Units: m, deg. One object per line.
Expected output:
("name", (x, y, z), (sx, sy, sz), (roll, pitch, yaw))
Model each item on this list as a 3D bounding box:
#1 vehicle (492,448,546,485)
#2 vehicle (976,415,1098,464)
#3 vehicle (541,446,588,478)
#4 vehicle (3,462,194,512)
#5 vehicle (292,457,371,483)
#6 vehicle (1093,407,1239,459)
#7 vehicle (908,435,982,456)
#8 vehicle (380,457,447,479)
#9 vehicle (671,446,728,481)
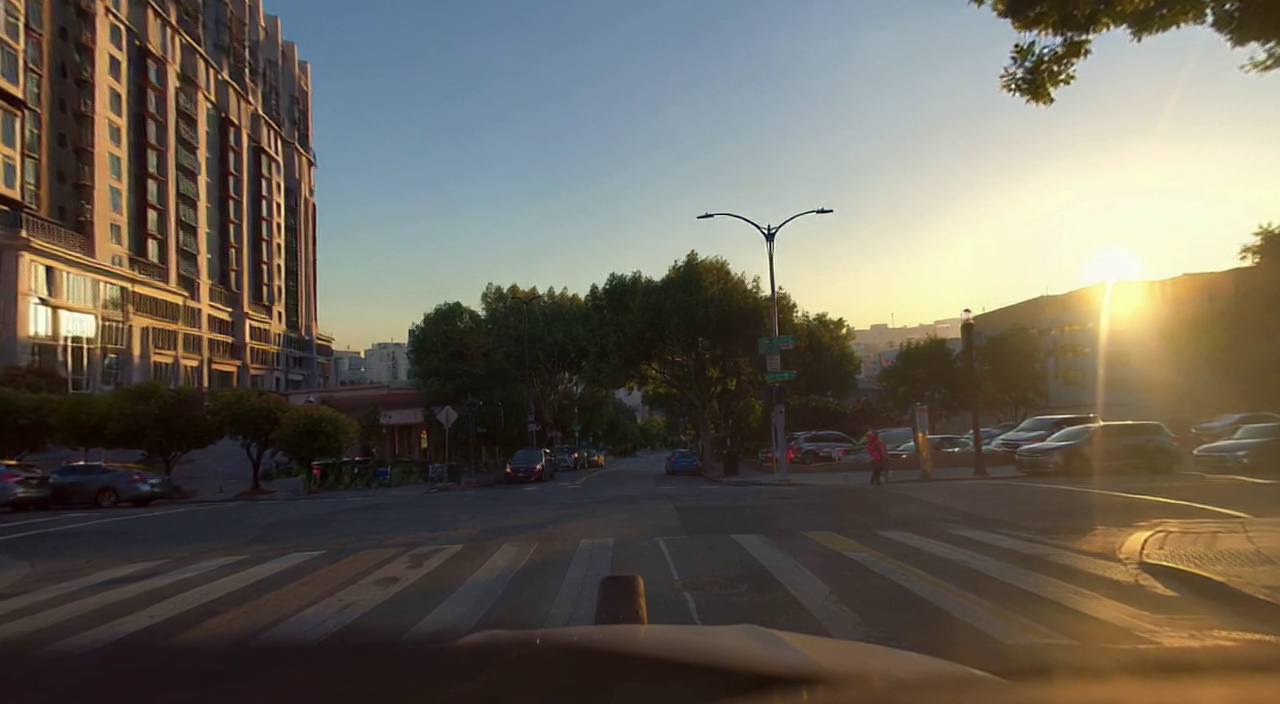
("vehicle", (-7.615, 7.246, 40.252), (2.193, 1.814, 5.061), (-9, -8, 0))
("vehicle", (16.744, 3.786, 26.997), (2.041, 1.921, 4.574), (0, -9, -2))
("vehicle", (-4.429, 6.542, 37.712), (2.102, 1.768, 4.290), (-1, -10, 3))
("vehicle", (-17.315, 4.315, 20.373), (4.439, 1.448, 1.793), (0, -9, 0))
("vehicle", (-23.167, 8.886, 47.493), (4.844, 1.836, 2.117), (-1, -8, 4))
("vehicle", (22.306, 3.528, 27.144), (2.137, 1.962, 4.988), (-1, -8, 3))
("vehicle", (23.016, 7.080, 47.772), (4.528, 1.475, 2.070), (0, -8, 3))
("vehicle", (-16.942, 8.660, 47.378), (4.203, 1.544, 1.889), (0, -8, 1))
("vehicle", (3.231, 5.859, 33.503), (1.942, 1.603, 3.785), (0, -8, 22))
